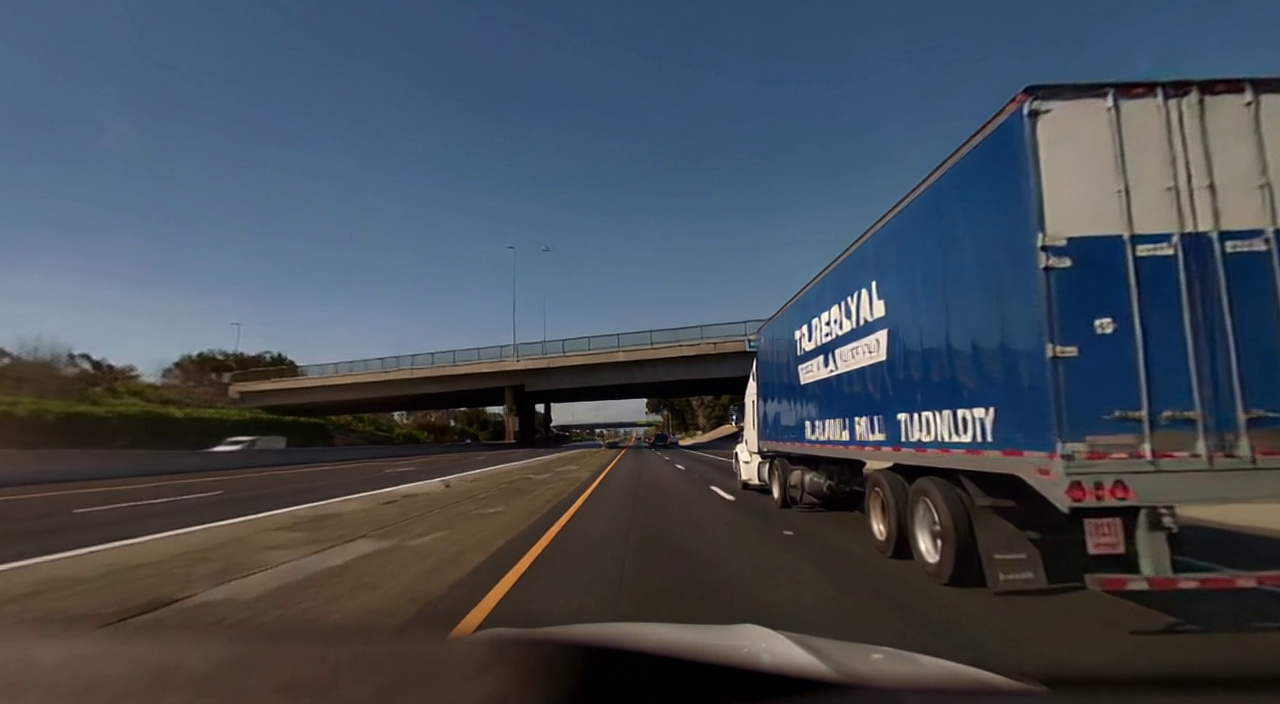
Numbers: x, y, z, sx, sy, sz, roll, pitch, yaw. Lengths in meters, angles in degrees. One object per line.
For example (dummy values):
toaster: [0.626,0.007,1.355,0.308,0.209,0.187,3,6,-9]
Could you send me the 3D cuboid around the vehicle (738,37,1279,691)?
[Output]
vehicle: [4.216,0.939,10.901,3.006,4.093,14.142,0,-8,1]
